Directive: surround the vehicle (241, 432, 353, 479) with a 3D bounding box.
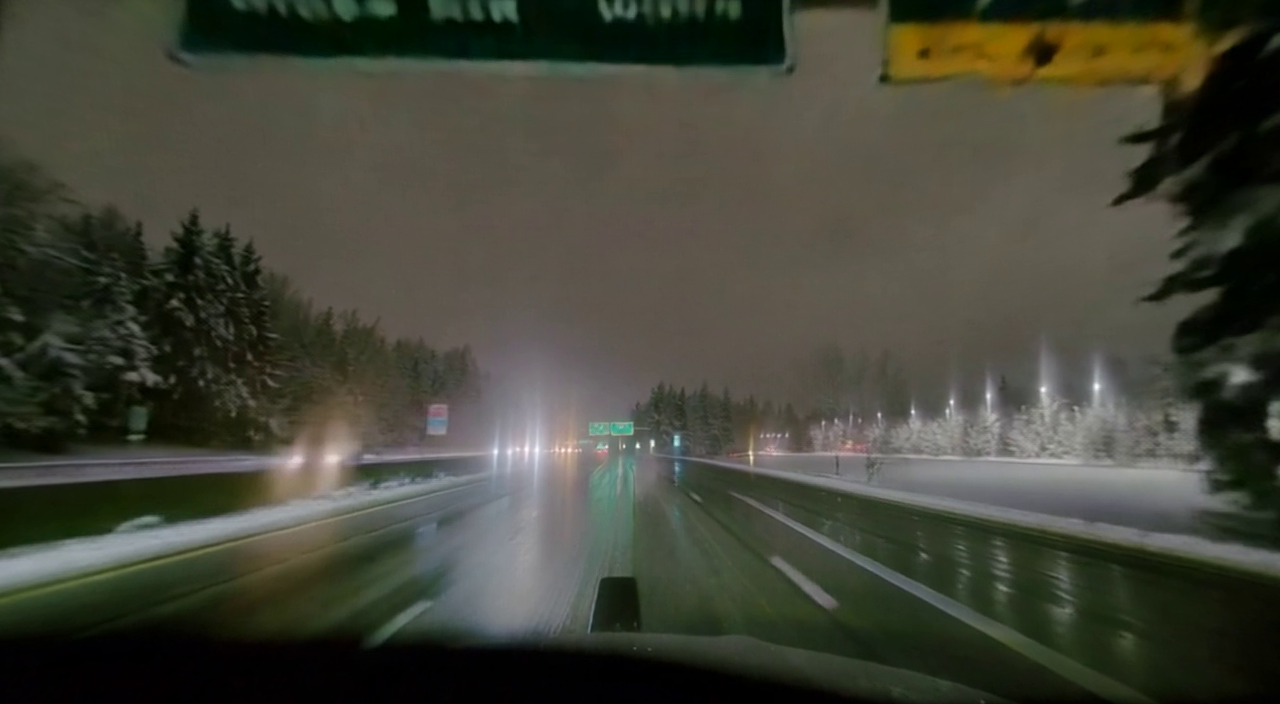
[{"bbox_3d":[-12.340,3.763,22.873,1.851,1.525,4.105,0,-9,-2],"label":"vehicle"}]
